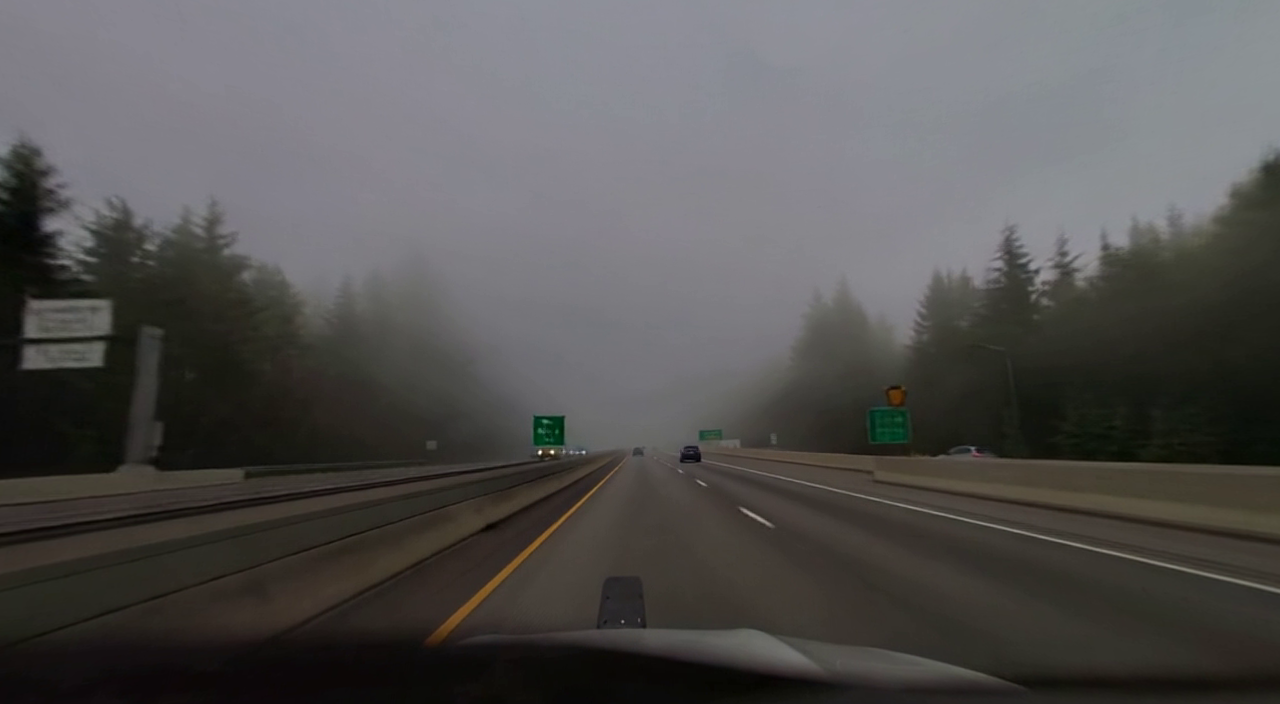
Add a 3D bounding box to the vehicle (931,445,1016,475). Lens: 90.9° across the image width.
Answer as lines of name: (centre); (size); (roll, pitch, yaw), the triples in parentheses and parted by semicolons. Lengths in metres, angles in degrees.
vehicle: (16.489, 5.362, 31.375); (1.926, 1.386, 3.719); (1, -9, -6)
